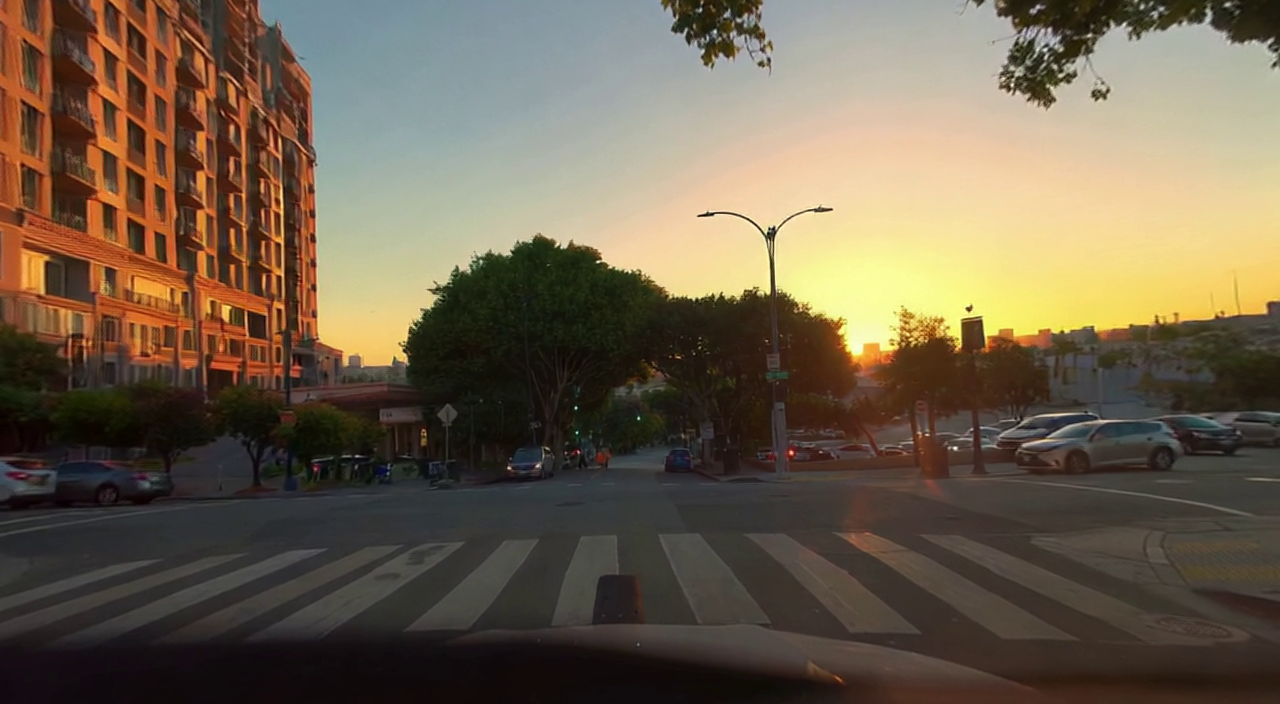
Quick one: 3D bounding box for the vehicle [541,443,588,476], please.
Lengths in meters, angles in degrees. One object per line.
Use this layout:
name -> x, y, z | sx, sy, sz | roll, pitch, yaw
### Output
vehicle -> -4.447, 6.371, 37.714 | 2.102, 1.768, 4.290 | -1, -9, 3

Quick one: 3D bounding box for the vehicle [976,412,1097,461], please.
vehicle -> 16.743, 3.659, 27.033 | 2.041, 1.921, 4.574 | 0, -9, -2

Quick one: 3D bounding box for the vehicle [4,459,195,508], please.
vehicle -> -17.316, 4.212, 20.408 | 4.439, 1.448, 1.793 | 0, -9, 0

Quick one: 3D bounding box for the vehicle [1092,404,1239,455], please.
vehicle -> 22.304, 3.401, 27.180 | 2.137, 1.962, 4.988 | -1, -9, 3

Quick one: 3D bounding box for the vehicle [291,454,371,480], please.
vehicle -> -23.204, 8.632, 47.539 | 4.844, 1.836, 2.117 | -1, -8, 5

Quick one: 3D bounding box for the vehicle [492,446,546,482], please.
vehicle -> -7.614, 7.050, 40.302 | 2.193, 1.814, 5.061 | -9, -9, 0

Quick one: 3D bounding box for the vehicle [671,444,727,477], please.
vehicle -> 3.196, 5.696, 33.498 | 1.942, 1.603, 3.785 | -2, -8, 22

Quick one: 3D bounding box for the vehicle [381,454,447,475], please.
vehicle -> -16.911, 8.427, 47.404 | 4.203, 1.544, 1.889 | 0, -8, 1

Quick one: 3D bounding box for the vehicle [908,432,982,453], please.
vehicle -> 23.016, 6.855, 47.822 | 4.528, 1.475, 2.070 | 0, -8, 3
